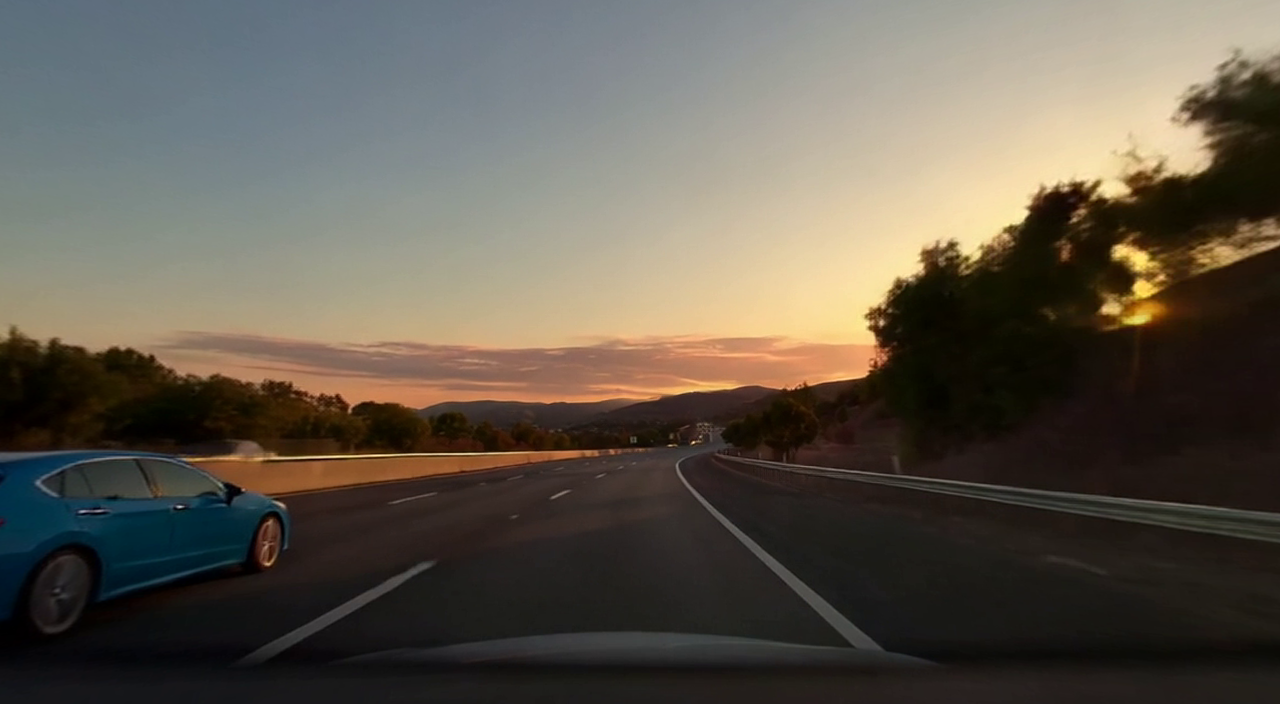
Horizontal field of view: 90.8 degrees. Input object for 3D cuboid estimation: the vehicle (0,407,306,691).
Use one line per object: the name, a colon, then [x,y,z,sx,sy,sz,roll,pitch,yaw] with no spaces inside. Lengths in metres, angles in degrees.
vehicle: [-4.392,1.228,4.494,1.928,1.504,3.745,0,-9,0]
